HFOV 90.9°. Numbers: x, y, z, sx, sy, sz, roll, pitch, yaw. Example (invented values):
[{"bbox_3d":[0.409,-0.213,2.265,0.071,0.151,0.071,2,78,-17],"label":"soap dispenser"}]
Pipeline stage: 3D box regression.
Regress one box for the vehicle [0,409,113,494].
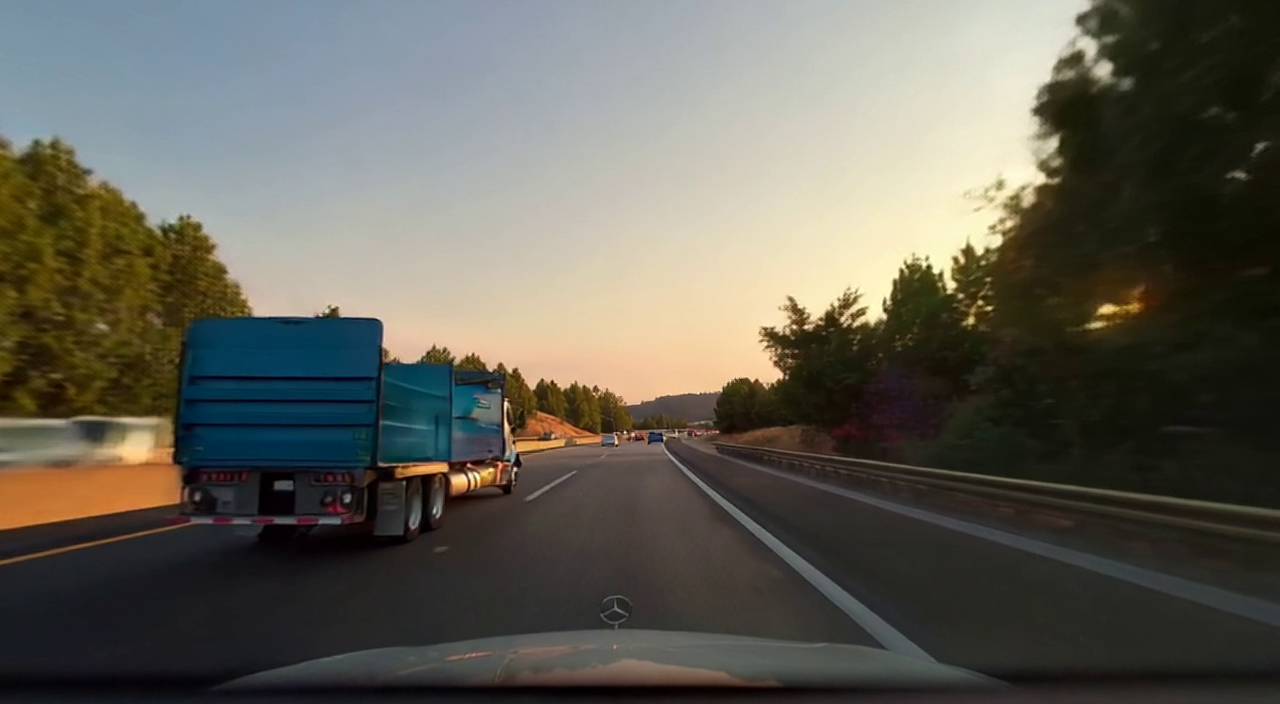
[{"bbox_3d":[-15.241,2.258,14.330,2.120,1.862,5.124,0,-8,-1],"label":"vehicle"}]
